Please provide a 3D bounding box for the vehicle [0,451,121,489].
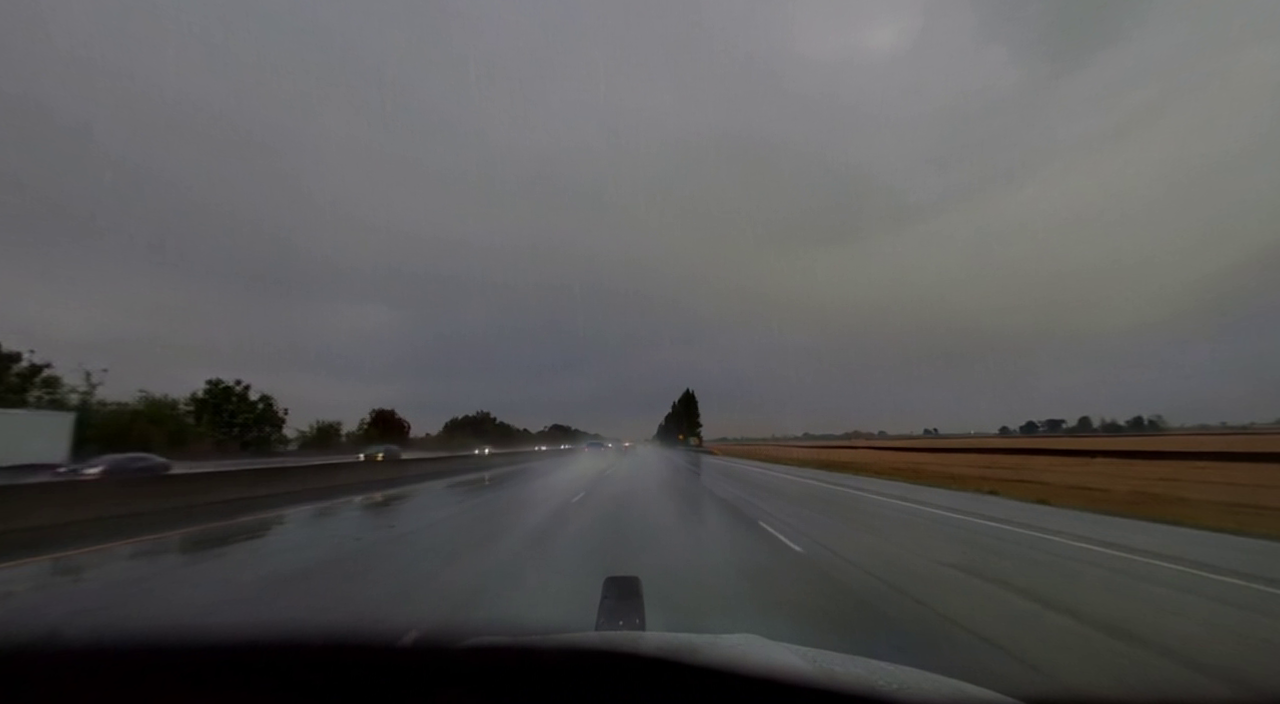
[{"bbox_3d":[-27.689,5.602,30.153,1.953,1.620,4.256,0,-9,0],"label":"vehicle"}]
